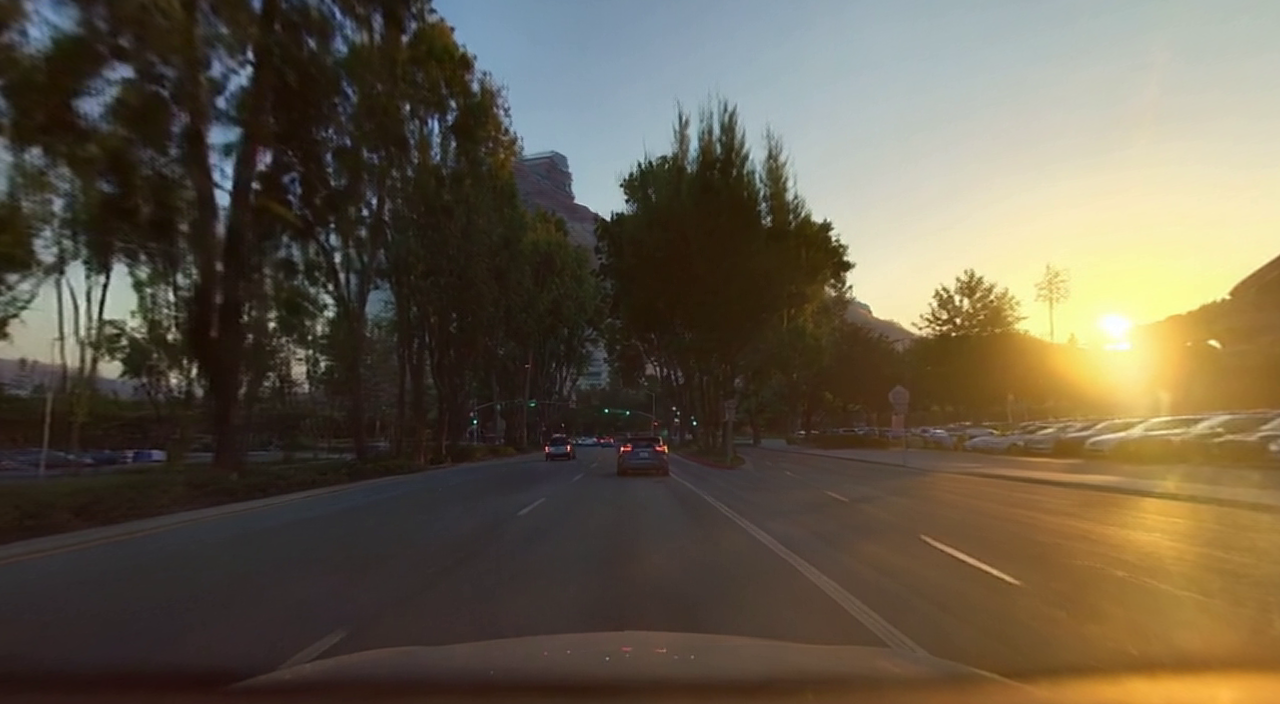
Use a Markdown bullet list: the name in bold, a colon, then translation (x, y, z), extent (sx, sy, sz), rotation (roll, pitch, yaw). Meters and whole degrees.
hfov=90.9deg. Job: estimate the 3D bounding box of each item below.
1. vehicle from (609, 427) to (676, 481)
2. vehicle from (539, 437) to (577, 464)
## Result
- **vehicle**: translation (0.024, 3.518, 21.995), extent (2.135, 1.691, 3.884), rotation (0, -8, -2)
- **vehicle**: translation (-5.043, 6.117, 39.251), extent (1.950, 1.563, 3.727), rotation (0, -8, -2)
